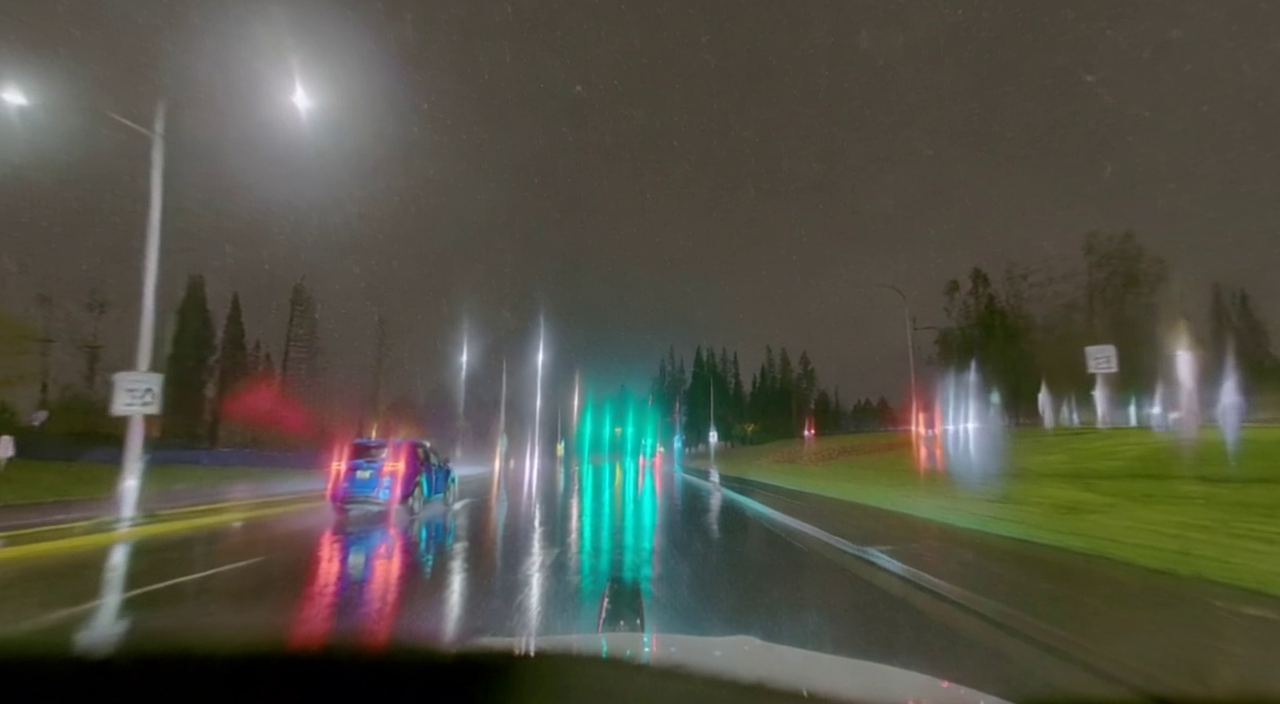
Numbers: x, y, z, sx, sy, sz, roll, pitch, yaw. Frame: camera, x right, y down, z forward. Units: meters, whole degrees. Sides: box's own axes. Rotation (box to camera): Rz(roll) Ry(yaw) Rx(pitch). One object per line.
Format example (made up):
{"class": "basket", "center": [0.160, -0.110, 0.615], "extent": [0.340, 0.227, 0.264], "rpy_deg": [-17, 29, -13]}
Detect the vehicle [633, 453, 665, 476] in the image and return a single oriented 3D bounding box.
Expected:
{"class": "vehicle", "center": [0.588, 7.806, 43.862], "extent": [2.091, 1.494, 3.962], "rpy_deg": [0, -9, -1]}

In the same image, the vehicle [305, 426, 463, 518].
{"class": "vehicle", "center": [-5.993, 2.846, 15.437], "extent": [2.027, 1.908, 4.273], "rpy_deg": [0, -9, 0]}
